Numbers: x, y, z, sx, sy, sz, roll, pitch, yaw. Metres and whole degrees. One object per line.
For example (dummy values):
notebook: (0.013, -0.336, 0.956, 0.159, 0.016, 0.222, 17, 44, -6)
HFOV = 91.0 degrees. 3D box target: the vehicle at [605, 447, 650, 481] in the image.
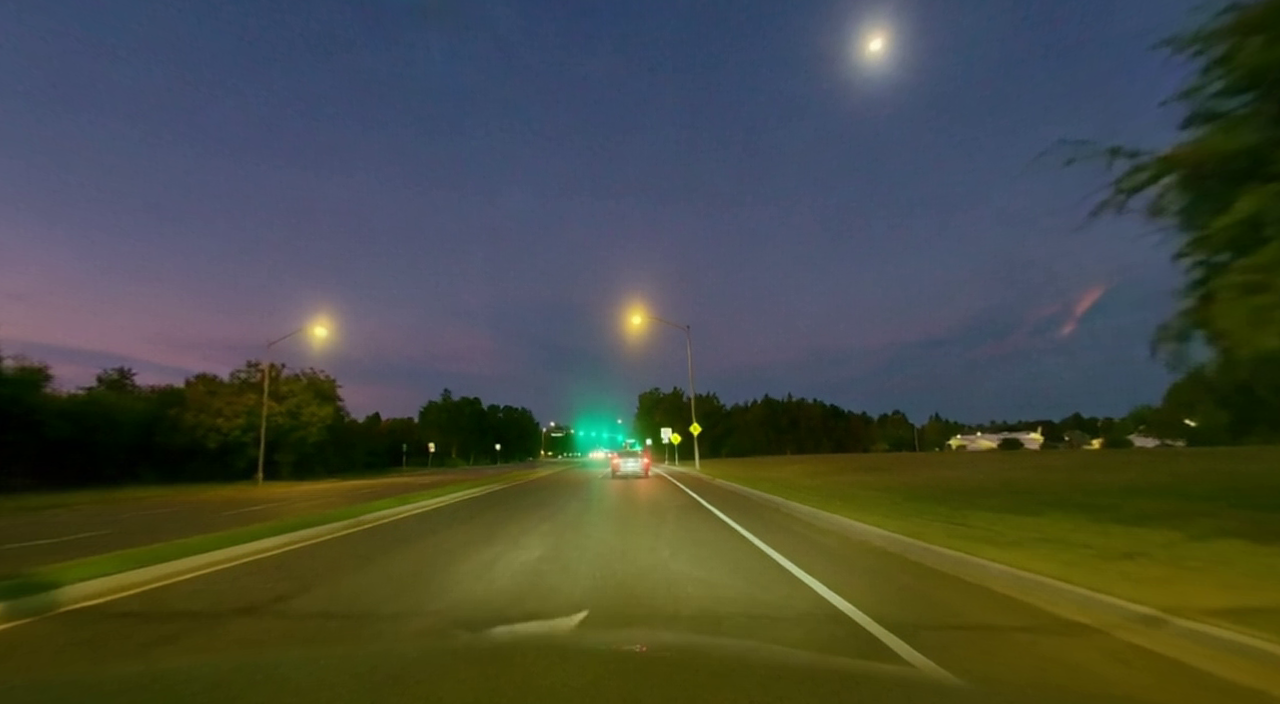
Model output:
vehicle: (-0.589, 5.208, 29.451, 1.954, 1.469, 3.465, 0, -9, -1)
